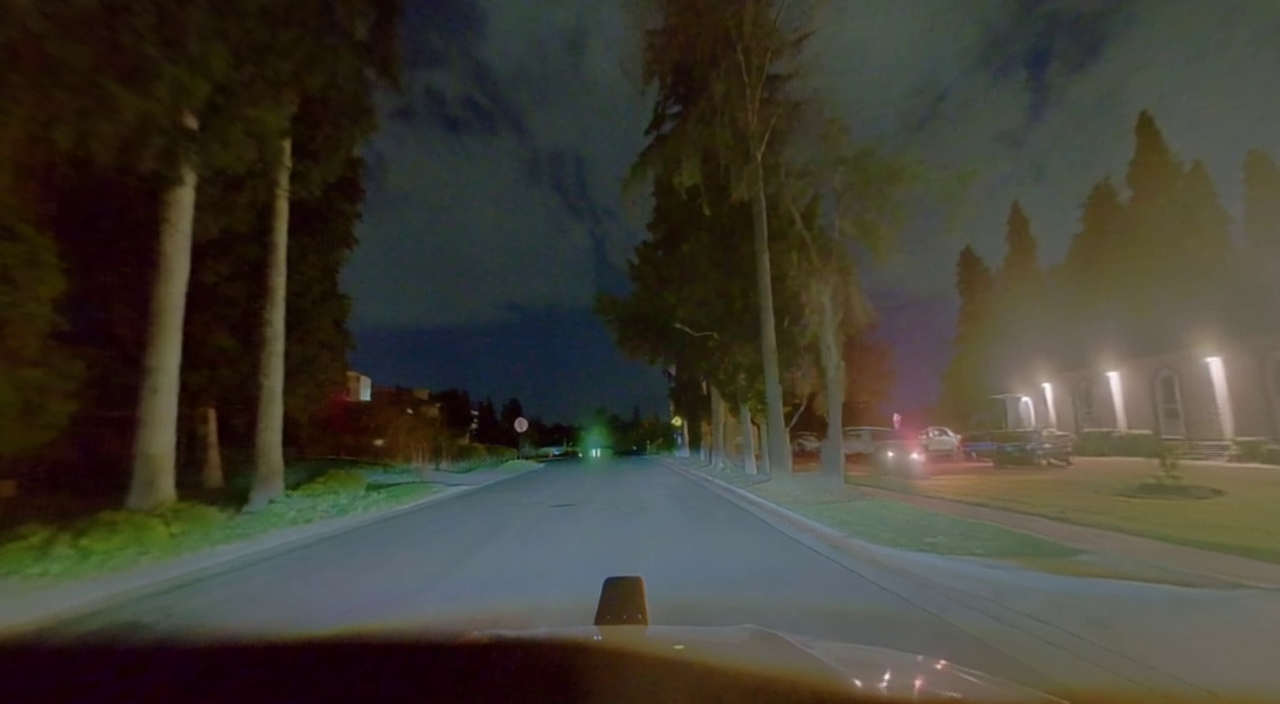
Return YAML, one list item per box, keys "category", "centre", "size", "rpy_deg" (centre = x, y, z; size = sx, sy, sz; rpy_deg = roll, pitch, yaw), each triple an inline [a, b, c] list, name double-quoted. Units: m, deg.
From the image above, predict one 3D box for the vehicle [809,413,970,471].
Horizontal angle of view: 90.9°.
- category: "vehicle"
  centre: [9.575, 3.545, 24.556]
  size: [5.239, 1.933, 2.131]
  rpy_deg: [-2, -10, -2]

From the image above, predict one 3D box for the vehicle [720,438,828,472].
- category: "vehicle"
  centre: [5.734, 4.459, 27.312]
  size: [4.229, 1.402, 1.811]
  rpy_deg: [0, -8, 0]

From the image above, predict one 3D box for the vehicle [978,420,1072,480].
- category: "vehicle"
  centre: [11.424, 2.850, 18.547]
  size: [2.004, 1.511, 4.494]
  rpy_deg: [-6, -10, 34]
